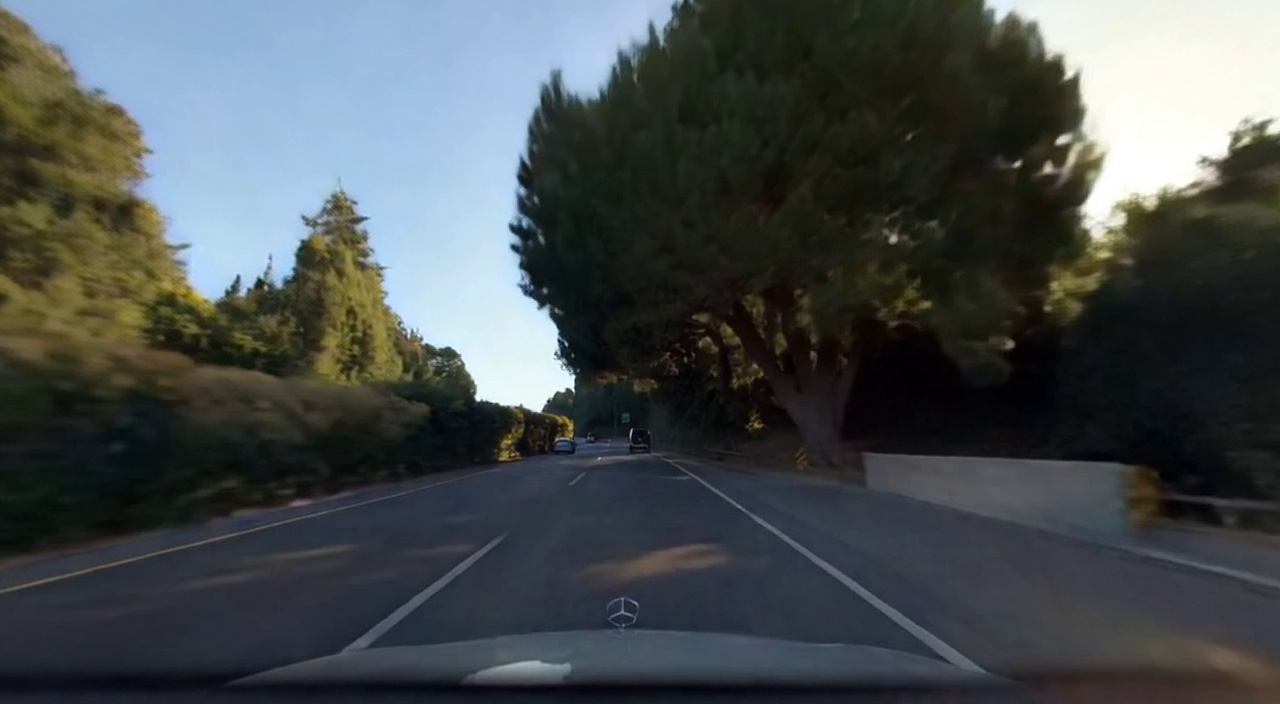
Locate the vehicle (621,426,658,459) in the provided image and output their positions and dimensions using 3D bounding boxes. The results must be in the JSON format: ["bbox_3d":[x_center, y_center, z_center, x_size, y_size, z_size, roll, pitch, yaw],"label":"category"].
[{"bbox_3d":[-0.104,5.775,40.233,2.223,1.957,4.416,0,-8,-2],"label":"vehicle"}]

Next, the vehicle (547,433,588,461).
[{"bbox_3d":[-4.279,5.719,37.958,2.062,1.567,4.117,0,-8,-1],"label":"vehicle"}]
